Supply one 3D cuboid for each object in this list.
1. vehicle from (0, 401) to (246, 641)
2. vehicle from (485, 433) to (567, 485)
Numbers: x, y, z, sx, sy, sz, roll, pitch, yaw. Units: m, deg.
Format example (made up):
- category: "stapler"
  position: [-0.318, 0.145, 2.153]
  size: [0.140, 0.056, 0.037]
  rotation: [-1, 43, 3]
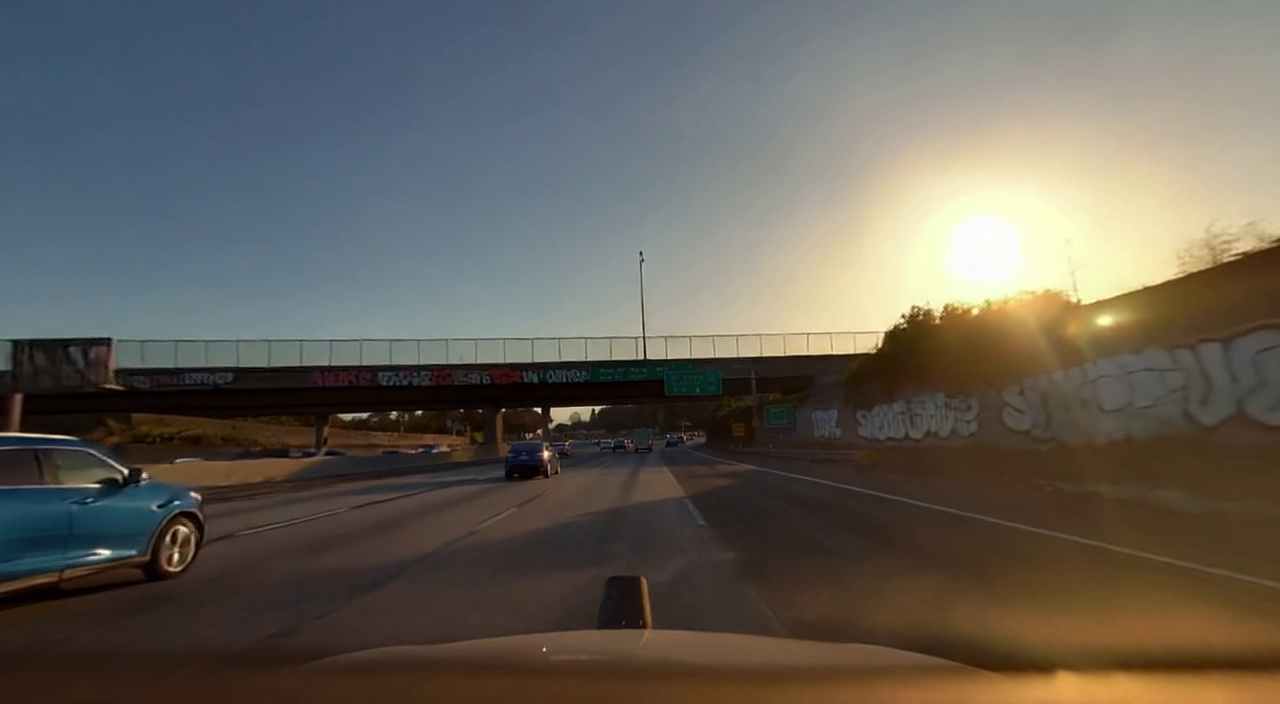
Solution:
- category: "vehicle"
  position: [-5.384, 1.258, 4.968]
  size: [1.969, 1.633, 3.962]
  rotation: [0, -8, -1]
- category: "vehicle"
  position: [-4.030, 3.866, 23.005]
  size: [2.154, 1.693, 4.394]
  rotation: [0, -8, 1]
